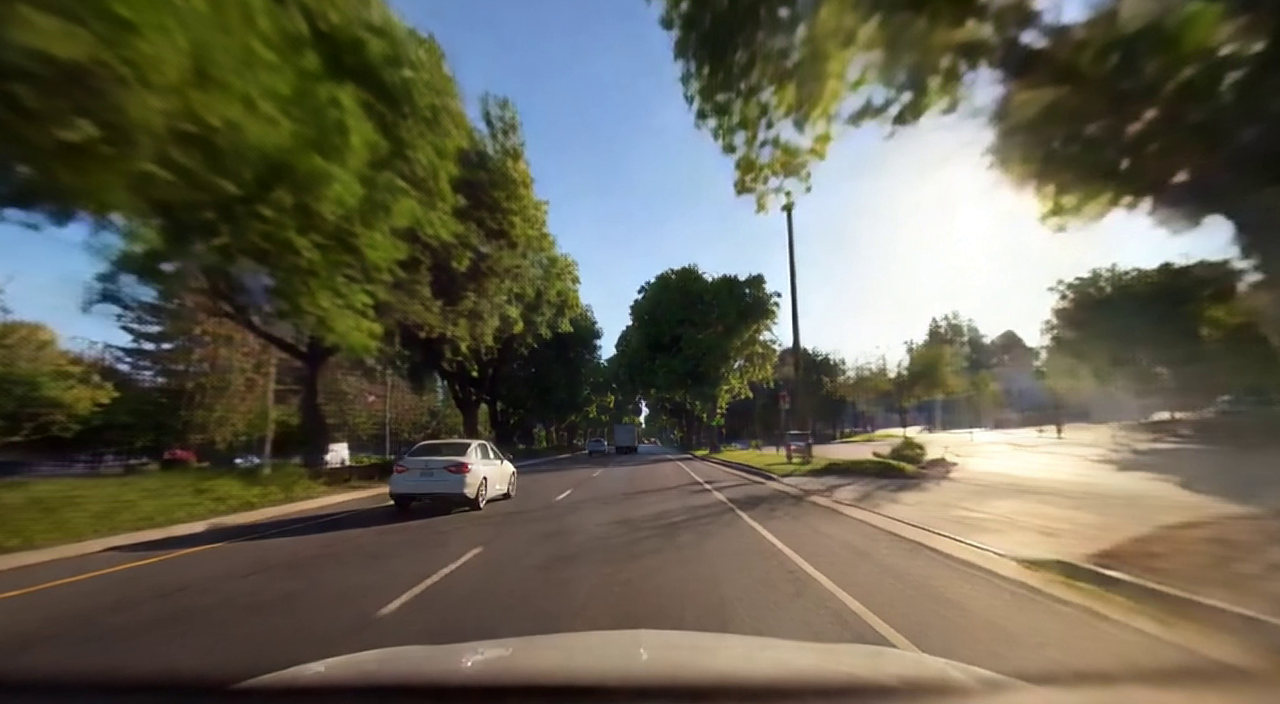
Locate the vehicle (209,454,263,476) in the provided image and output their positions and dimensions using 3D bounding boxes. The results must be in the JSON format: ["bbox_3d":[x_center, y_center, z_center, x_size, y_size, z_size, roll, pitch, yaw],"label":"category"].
[{"bbox_3d":[-31.824,8.876,49.793,1.811,1.550,3.710,-1,-8,0],"label":"vehicle"}]

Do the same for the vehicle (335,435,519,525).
[{"bbox_3d":[-3.939,2.433,12.663,2.033,1.454,4.512,-1,-8,1],"label":"vehicle"}]

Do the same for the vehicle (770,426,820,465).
[{"bbox_3d":[7.318,4.439,29.947,1.594,1.688,2.861,-1,-8,0],"label":"vehicle"}]
